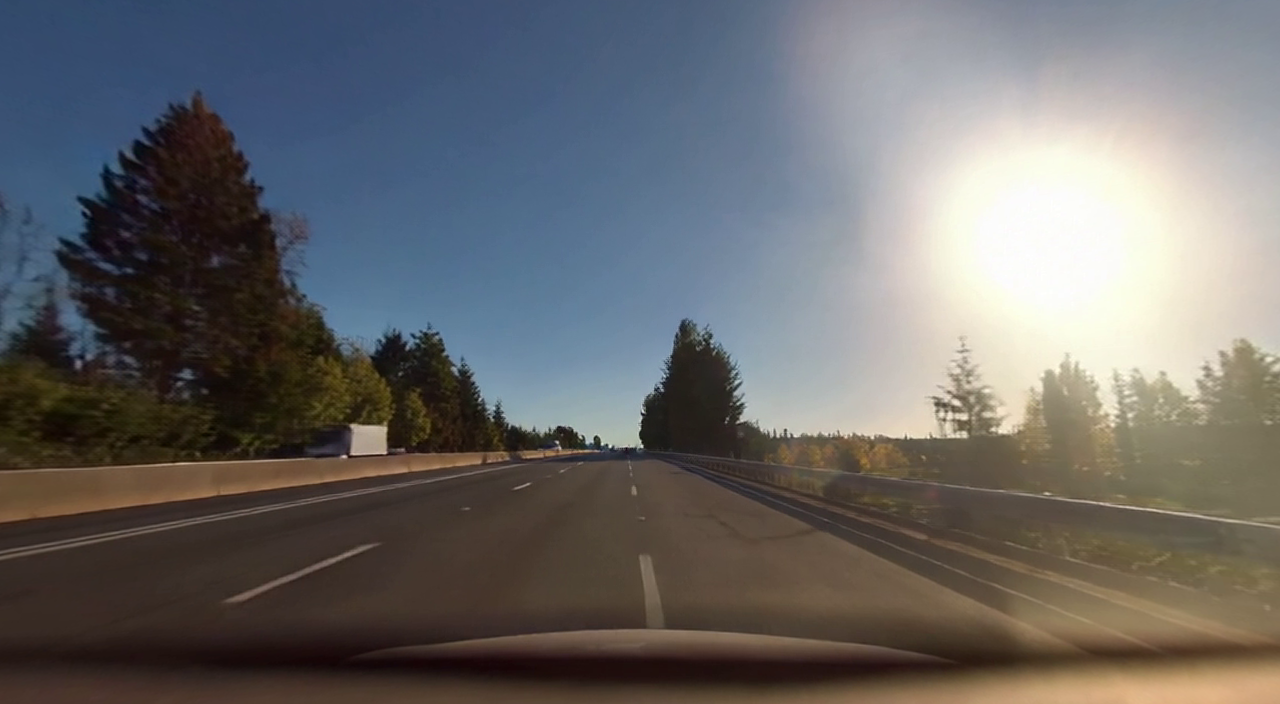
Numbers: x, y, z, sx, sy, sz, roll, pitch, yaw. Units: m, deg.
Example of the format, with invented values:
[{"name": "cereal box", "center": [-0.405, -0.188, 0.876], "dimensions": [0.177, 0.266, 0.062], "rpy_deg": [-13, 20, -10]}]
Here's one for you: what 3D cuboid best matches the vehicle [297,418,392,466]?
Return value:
[{"name": "vehicle", "center": [-19.339, 6.047, 41.916], "dimensions": [2.729, 2.892, 7.831], "rpy_deg": [0, -9, -2]}]
